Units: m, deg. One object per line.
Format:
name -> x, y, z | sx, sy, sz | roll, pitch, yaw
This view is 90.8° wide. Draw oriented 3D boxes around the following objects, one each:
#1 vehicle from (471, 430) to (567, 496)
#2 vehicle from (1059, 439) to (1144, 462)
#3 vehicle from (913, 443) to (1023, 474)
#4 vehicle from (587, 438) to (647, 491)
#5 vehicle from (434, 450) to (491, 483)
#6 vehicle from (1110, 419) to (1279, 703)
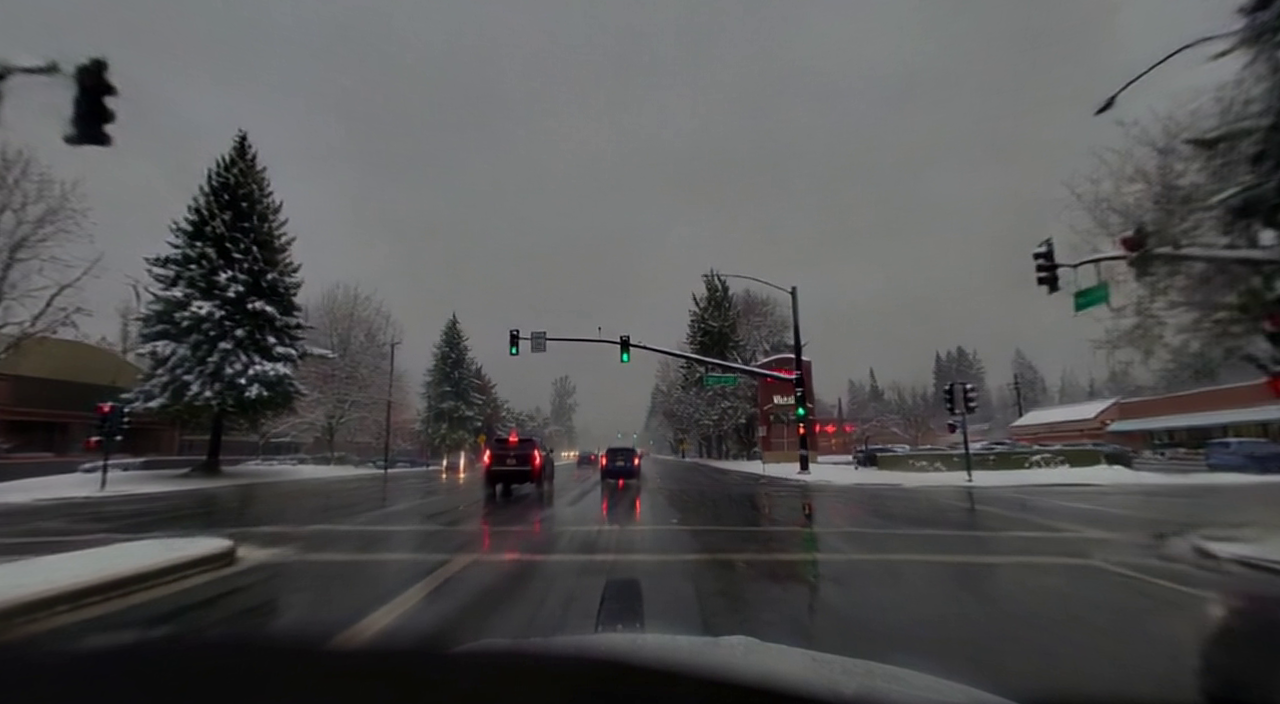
vehicle -> -4.028, 3.810, 22.185 | 2.252, 1.999, 5.605 | 0, -8, 0
vehicle -> 31.521, 6.727, 43.205 | 4.347, 1.457, 1.785 | 0, -9, 0
vehicle -> 18.877, 6.140, 36.542 | 5.209, 1.743, 2.081 | 0, -9, -1
vehicle -> -0.812, 4.156, 23.702 | 2.061, 1.809, 4.141 | 0, -9, -1
vehicle -> -9.404, 6.061, 33.766 | 1.867, 1.427, 4.371 | -3, -8, -1
vehicle -> 3.584, 0.775, 1.030 | 2.207, 1.447, 4.418 | 0, -9, 0
